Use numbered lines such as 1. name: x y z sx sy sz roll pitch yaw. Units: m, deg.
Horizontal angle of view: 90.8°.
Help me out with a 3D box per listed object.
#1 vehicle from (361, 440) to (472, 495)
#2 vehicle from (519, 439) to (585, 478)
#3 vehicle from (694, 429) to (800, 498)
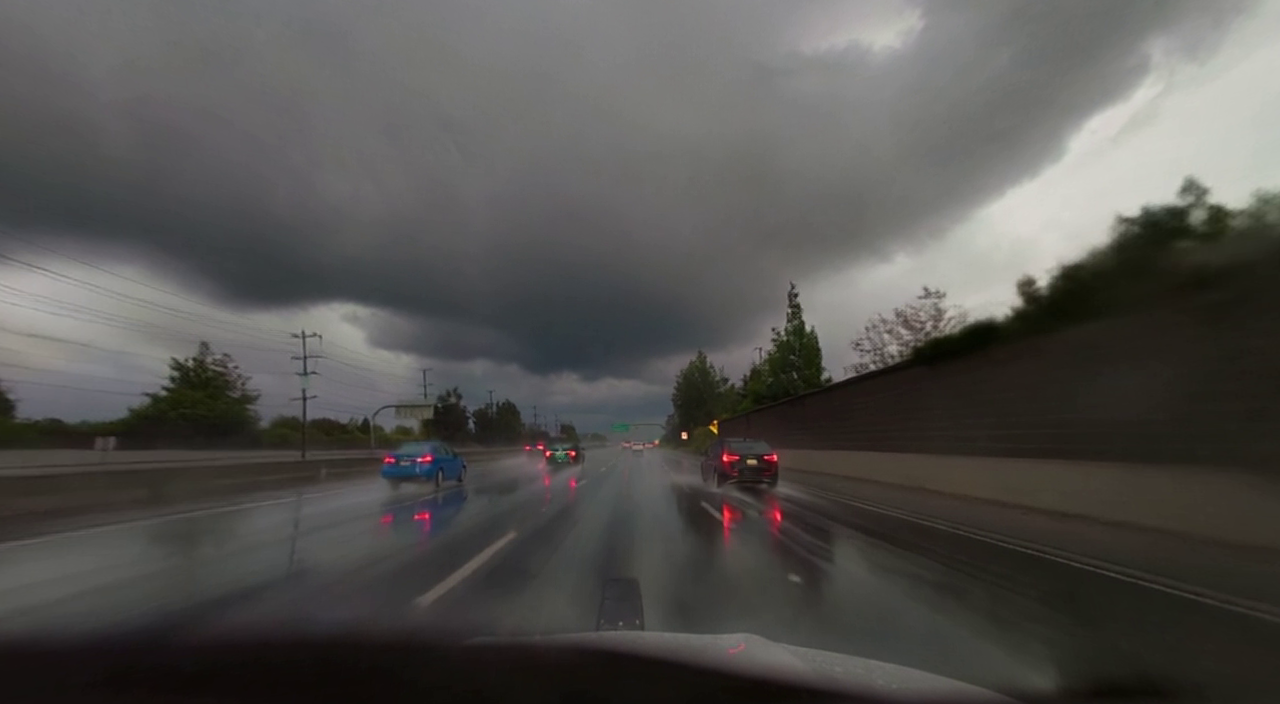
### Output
1. vehicle: -6.679 3.475 19.411 1.903 1.482 4.180 0 -8 -1
2. vehicle: -3.551 4.401 26.355 2.066 1.488 4.377 0 -8 1
3. vehicle: 2.829 3.073 17.773 2.100 1.659 4.387 0 -8 -2
